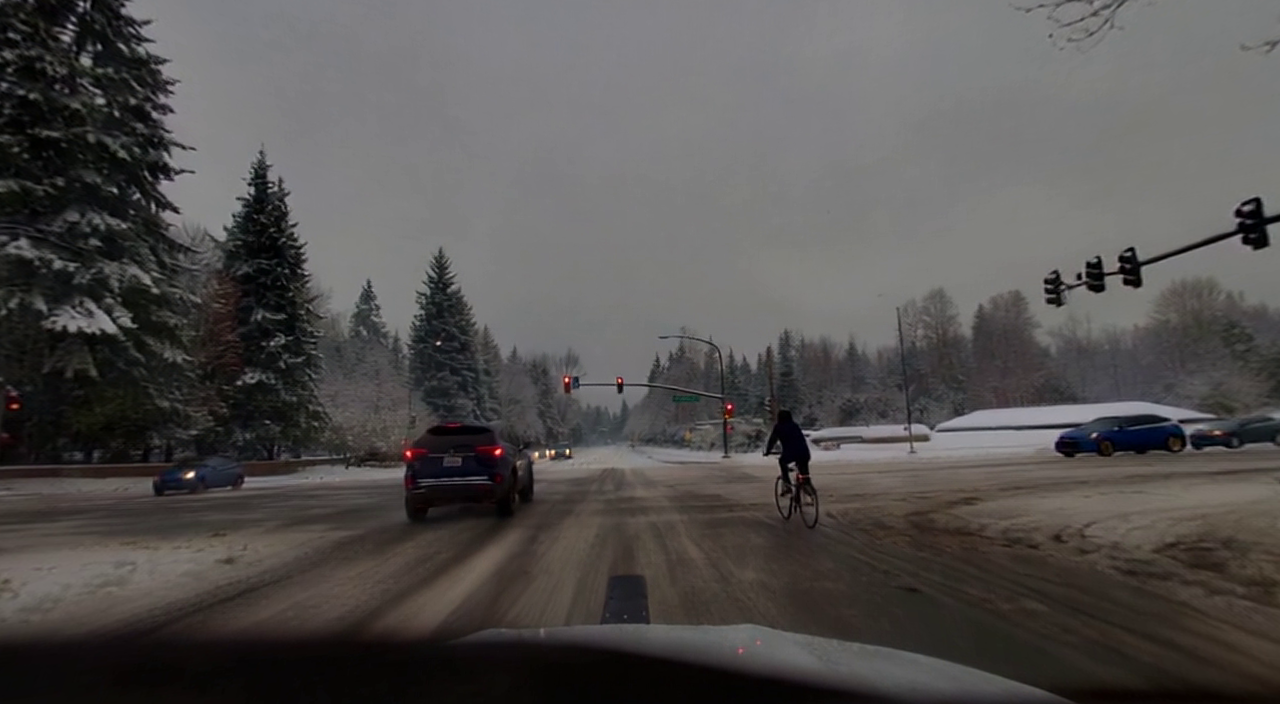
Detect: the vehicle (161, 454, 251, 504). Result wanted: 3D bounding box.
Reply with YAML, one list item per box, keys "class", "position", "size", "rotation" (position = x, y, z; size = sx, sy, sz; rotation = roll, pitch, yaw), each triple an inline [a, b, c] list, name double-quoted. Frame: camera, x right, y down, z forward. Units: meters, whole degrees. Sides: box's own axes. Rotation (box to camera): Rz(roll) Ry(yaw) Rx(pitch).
- class: "vehicle"
  position: [-15.301, 4.423, 22.481]
  size: [2.171, 1.474, 4.513]
  rotation: [5, -10, -29]

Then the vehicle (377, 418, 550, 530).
- class: "vehicle"
  position: [-3.148, 2.285, 12.400]
  size: [2.049, 1.756, 4.602]
  rotation: [0, -8, 0]

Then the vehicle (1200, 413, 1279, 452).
- class: "vehicle"
  position: [25.839, 3.294, 25.649]
  size: [4.716, 1.507, 1.904]
  rotation: [2, -8, -10]

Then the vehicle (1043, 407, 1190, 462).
- class: "vehicle"
  position: [18.630, 3.258, 24.754]
  size: [4.237, 1.948, 1.997]
  rotation: [0, -9, -9]
